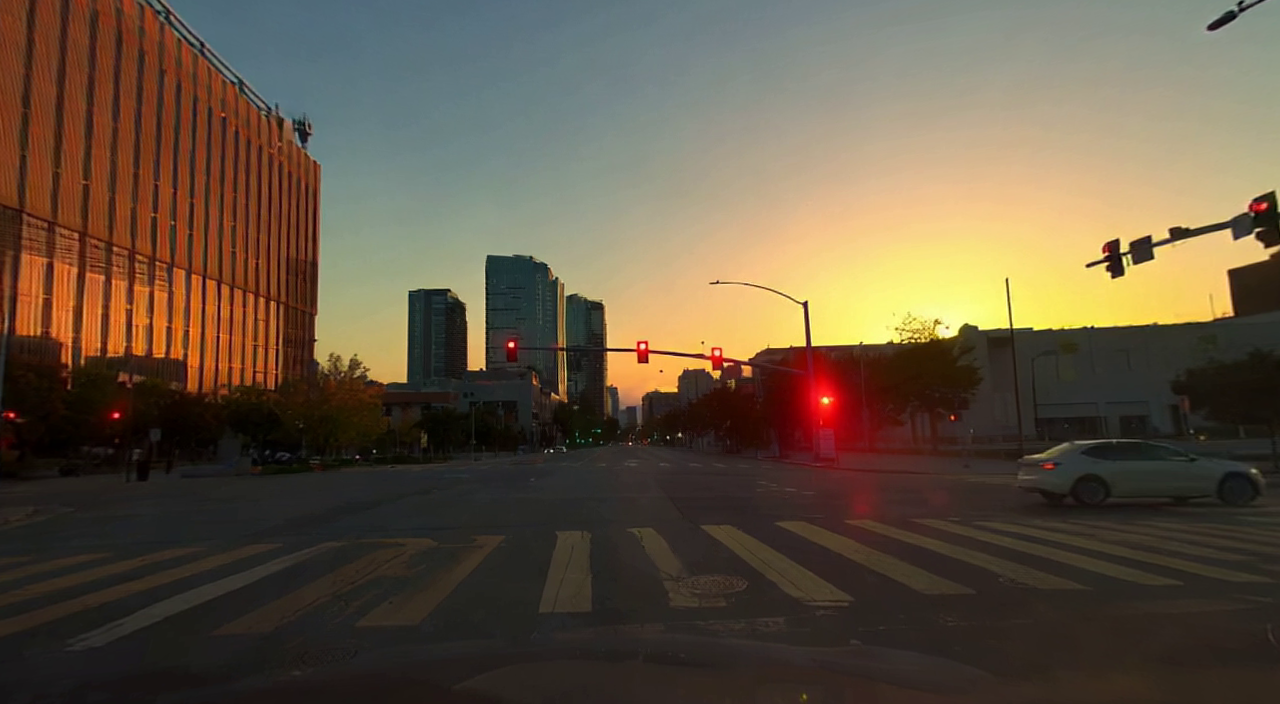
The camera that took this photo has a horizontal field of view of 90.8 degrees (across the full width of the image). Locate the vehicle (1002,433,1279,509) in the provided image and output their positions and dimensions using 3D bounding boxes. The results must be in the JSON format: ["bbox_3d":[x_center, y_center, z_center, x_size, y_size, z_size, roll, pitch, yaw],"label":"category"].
[{"bbox_3d":[11.383,2.699,14.544,4.774,1.562,1.995,-2,-9,10],"label":"vehicle"}]
